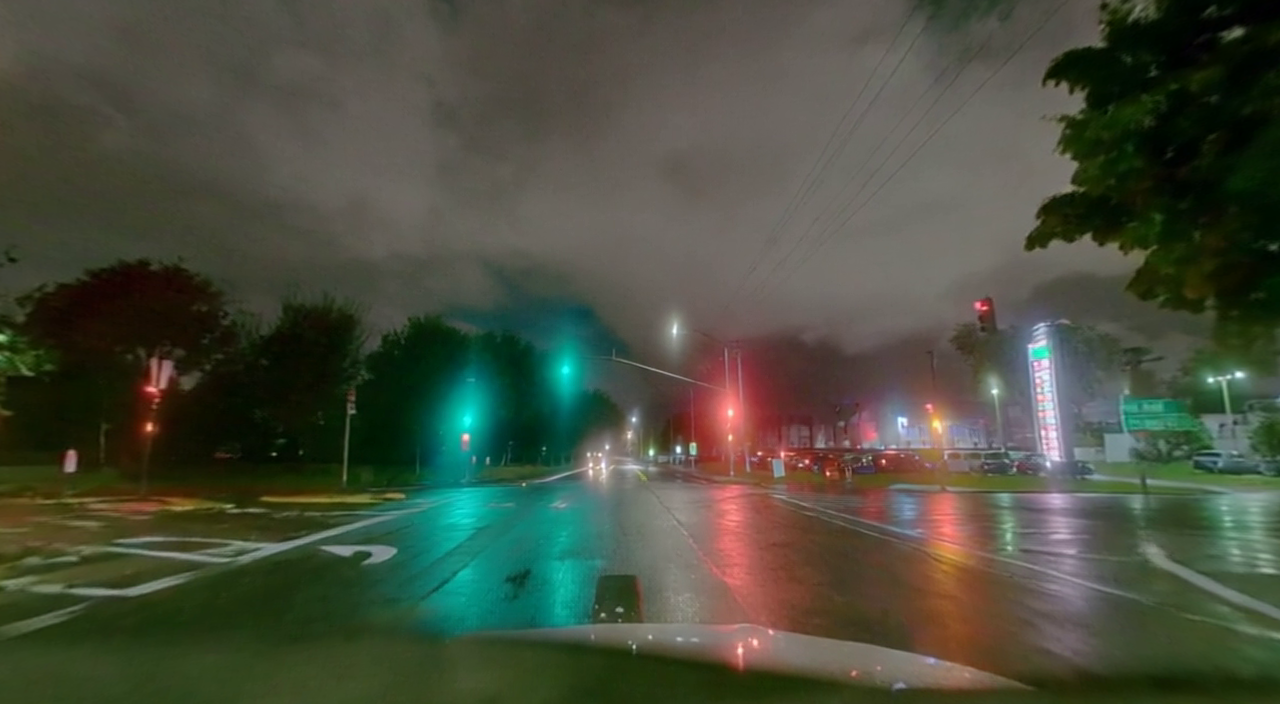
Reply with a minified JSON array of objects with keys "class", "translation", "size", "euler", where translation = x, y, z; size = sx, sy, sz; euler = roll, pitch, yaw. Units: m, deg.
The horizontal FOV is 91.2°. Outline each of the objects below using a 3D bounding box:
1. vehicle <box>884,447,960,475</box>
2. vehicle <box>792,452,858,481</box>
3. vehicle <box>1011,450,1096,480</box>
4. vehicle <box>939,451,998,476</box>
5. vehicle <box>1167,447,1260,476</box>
[{"class":"vehicle","translation":[16.490,6.325,36.577],"size":[4.522,1.546,1.941],"euler":[6,-11,-36]},{"class":"vehicle","translation":[10.705,6.537,36.112],"size":[1.955,1.508,4.295],"euler":[-8,-12,41]},{"class":"vehicle","translation":[20.598,5.618,31.389],"size":[1.851,1.388,3.475],"euler":[0,-8,1]},{"class":"vehicle","translation":[21.379,7.237,40.950],"size":[1.923,1.463,3.758],"euler":[-1,-8,3]},{"class":"vehicle","translation":[28.578,5.462,31.362],"size":[1.591,1.332,3.202],"euler":[-2,-9,1]}]
